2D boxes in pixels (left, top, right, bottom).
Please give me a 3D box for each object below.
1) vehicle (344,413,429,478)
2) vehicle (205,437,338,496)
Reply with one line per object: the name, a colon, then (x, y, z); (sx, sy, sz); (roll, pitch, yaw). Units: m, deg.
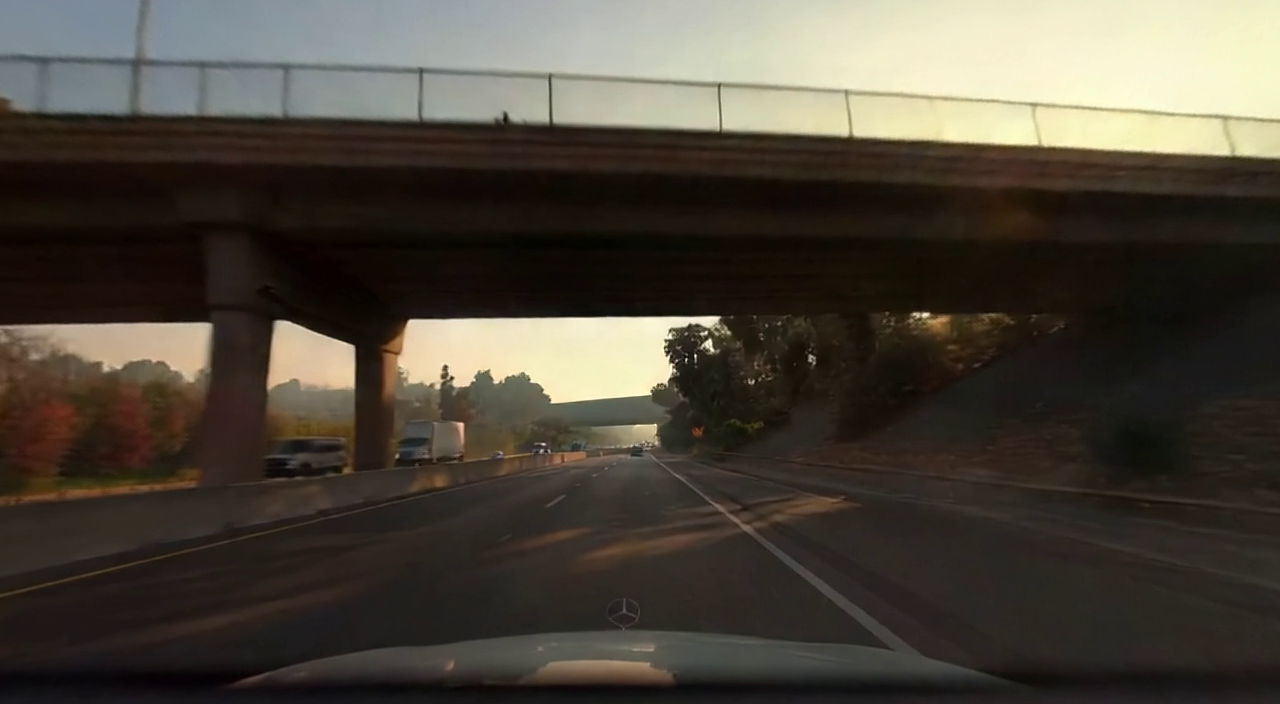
vehicle: (-16.710, 6.245, 42.174); (3.154, 3.952, 6.140); (0, -9, -2)
vehicle: (-13.720, 4.285, 23.903); (2.254, 1.979, 4.563); (0, -9, 0)
